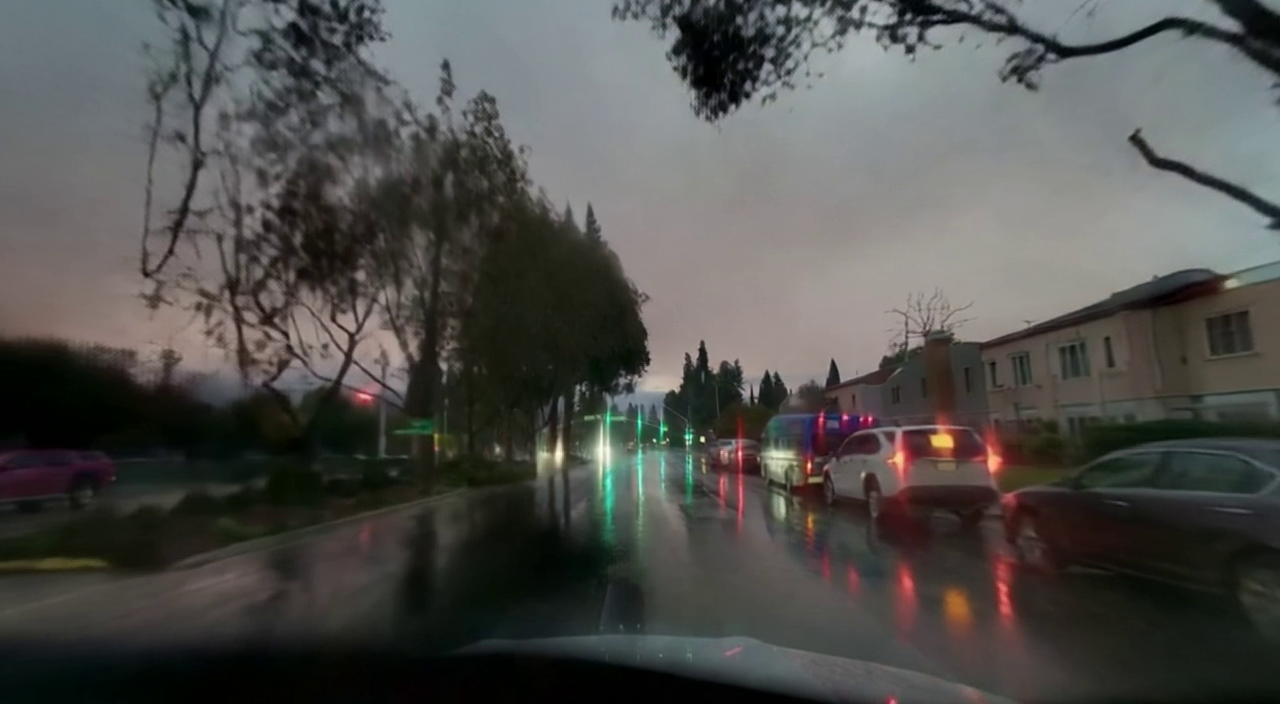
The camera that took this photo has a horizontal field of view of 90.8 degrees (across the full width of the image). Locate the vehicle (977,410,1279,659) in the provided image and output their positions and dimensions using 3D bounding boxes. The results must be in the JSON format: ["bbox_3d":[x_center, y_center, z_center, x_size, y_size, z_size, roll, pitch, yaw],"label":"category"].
[{"bbox_3d":[4.799,1.240,4.845,1.973,1.465,4.440,-1,-8,0],"label":"vehicle"}]

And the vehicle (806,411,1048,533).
[{"bbox_3d":[4.810,2.100,11.607,2.304,1.760,4.630,-1,-8,1],"label":"vehicle"}]

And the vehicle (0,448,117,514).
[{"bbox_3d":[-18.978,3.823,18.970,2.166,1.804,4.897,-1,-8,3],"label":"vehicle"}]
